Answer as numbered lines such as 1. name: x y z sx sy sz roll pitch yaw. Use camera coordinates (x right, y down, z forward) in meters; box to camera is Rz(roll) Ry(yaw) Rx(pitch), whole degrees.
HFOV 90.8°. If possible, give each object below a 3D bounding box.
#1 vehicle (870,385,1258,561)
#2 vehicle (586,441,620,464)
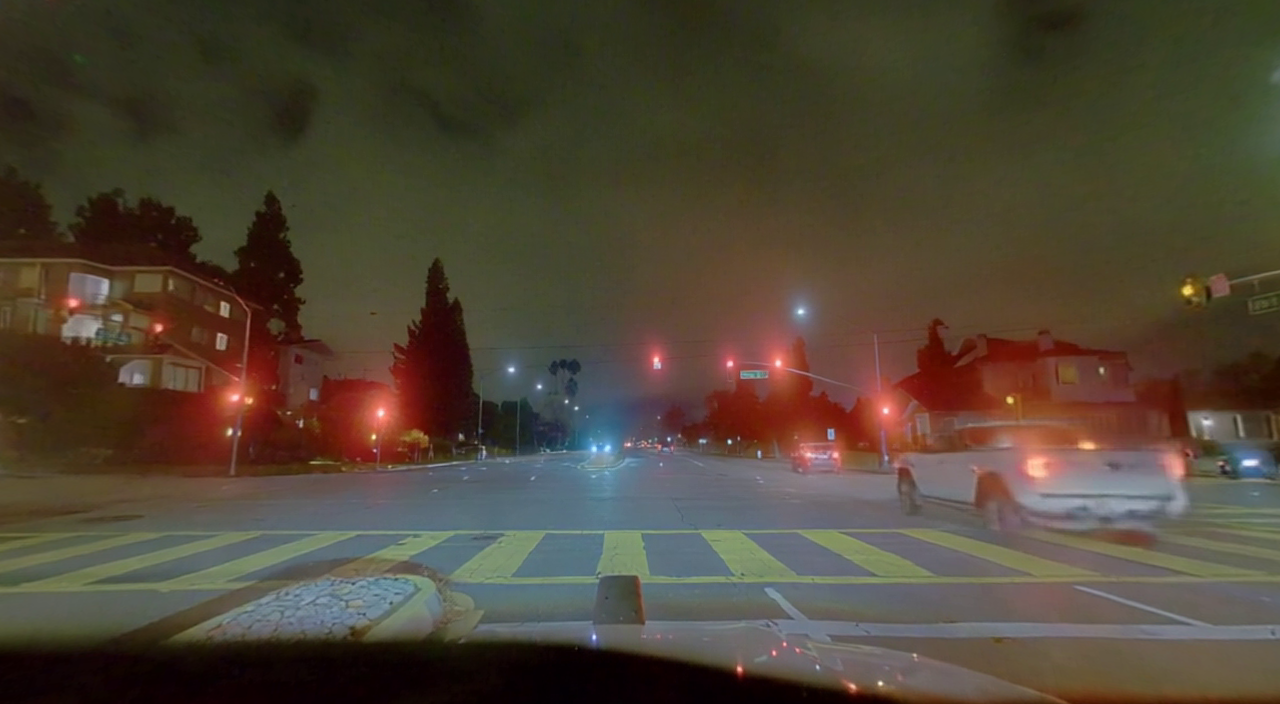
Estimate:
1. vehicle: 6.006 1.840 10.295 2.273 2.042 5.717 0 -9 -1
2. vehicle: -2.433 6.710 42.285 2.045 1.484 3.991 0 -9 0
